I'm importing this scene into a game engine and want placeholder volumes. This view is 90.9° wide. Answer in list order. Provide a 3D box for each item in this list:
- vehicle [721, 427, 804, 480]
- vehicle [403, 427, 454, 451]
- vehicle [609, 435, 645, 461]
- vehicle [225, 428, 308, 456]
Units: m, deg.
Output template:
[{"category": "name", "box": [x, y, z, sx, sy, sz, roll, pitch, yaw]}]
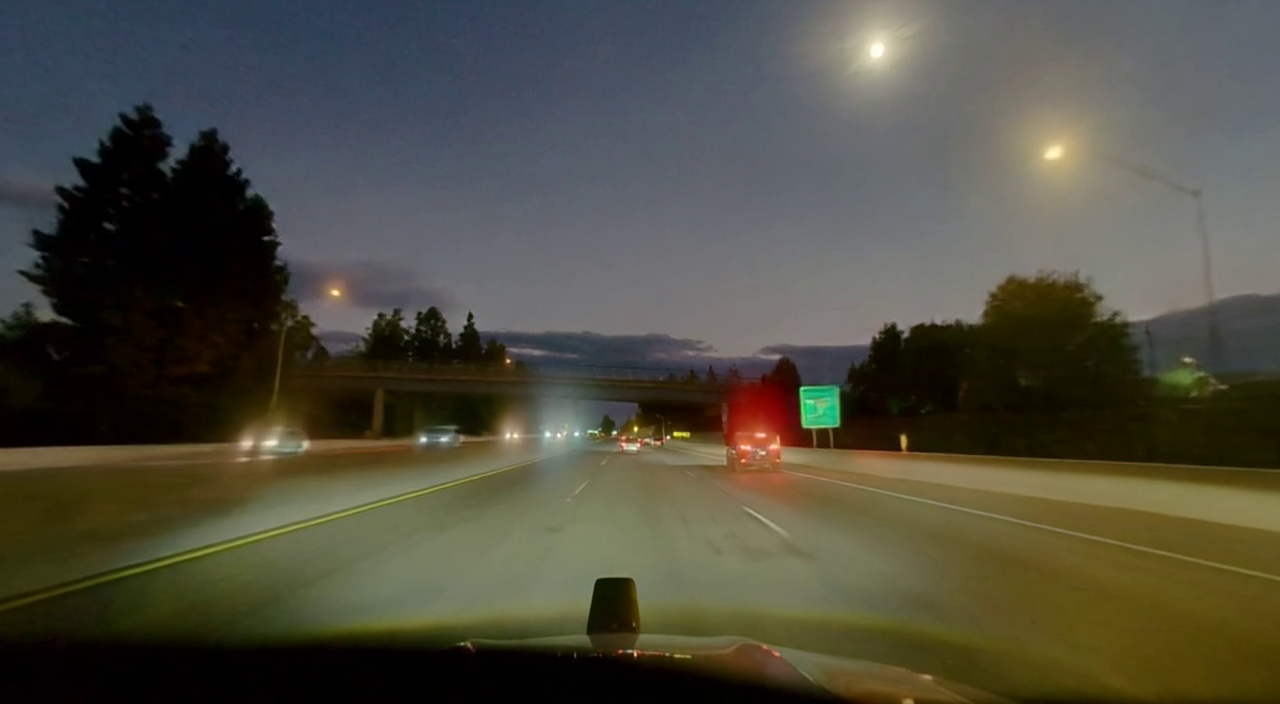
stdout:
[{"category": "vehicle", "box": [3.990, 3.354, 21.179, 1.892, 1.600, 3.782, 0, -8, -2]}, {"category": "vehicle", "box": [-15.314, 6.332, 45.951, 2.006, 1.695, 4.824, 0, -8, 0]}, {"category": "vehicle", "box": [-0.789, 5.577, 36.887, 1.987, 1.440, 3.565, 0, -8, -2]}, {"category": "vehicle", "box": [-21.106, 5.091, 35.840, 1.901, 1.483, 4.704, 0, -8, -1]}]
